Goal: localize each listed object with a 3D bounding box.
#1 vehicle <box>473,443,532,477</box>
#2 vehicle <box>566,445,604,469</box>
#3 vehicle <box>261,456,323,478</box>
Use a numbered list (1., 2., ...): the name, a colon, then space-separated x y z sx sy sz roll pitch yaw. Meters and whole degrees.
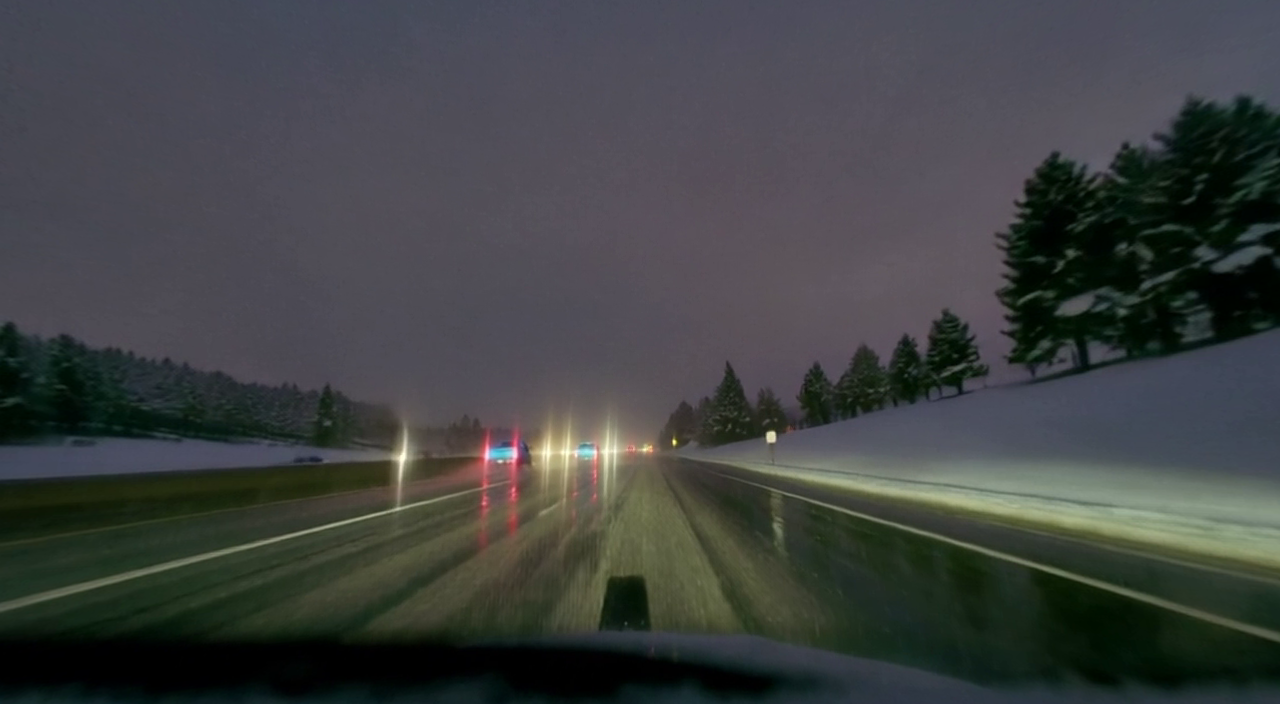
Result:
1. vehicle: -7.187 5.654 33.363 2.075 1.646 4.405 0 -8 1
2. vehicle: -3.725 7.208 43.415 2.184 1.554 4.350 0 -8 1
3. vehicle: -24.127 7.952 43.862 1.699 1.396 4.229 0 -8 2
